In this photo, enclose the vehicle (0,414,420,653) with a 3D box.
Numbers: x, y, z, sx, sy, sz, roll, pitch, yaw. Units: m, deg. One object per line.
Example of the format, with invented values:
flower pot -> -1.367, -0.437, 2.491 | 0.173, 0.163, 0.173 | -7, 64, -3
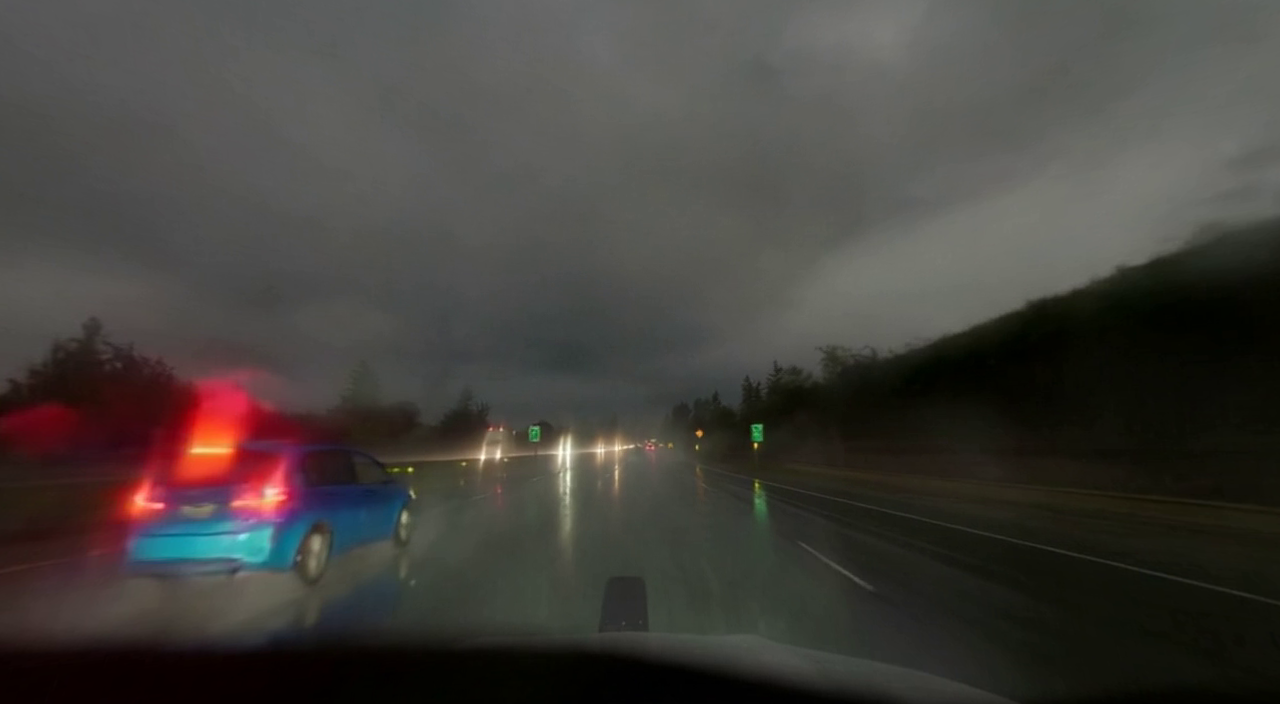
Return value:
vehicle -> -4.221, 1.550, 6.502 | 2.160, 1.552, 4.592 | 0, -9, 1
